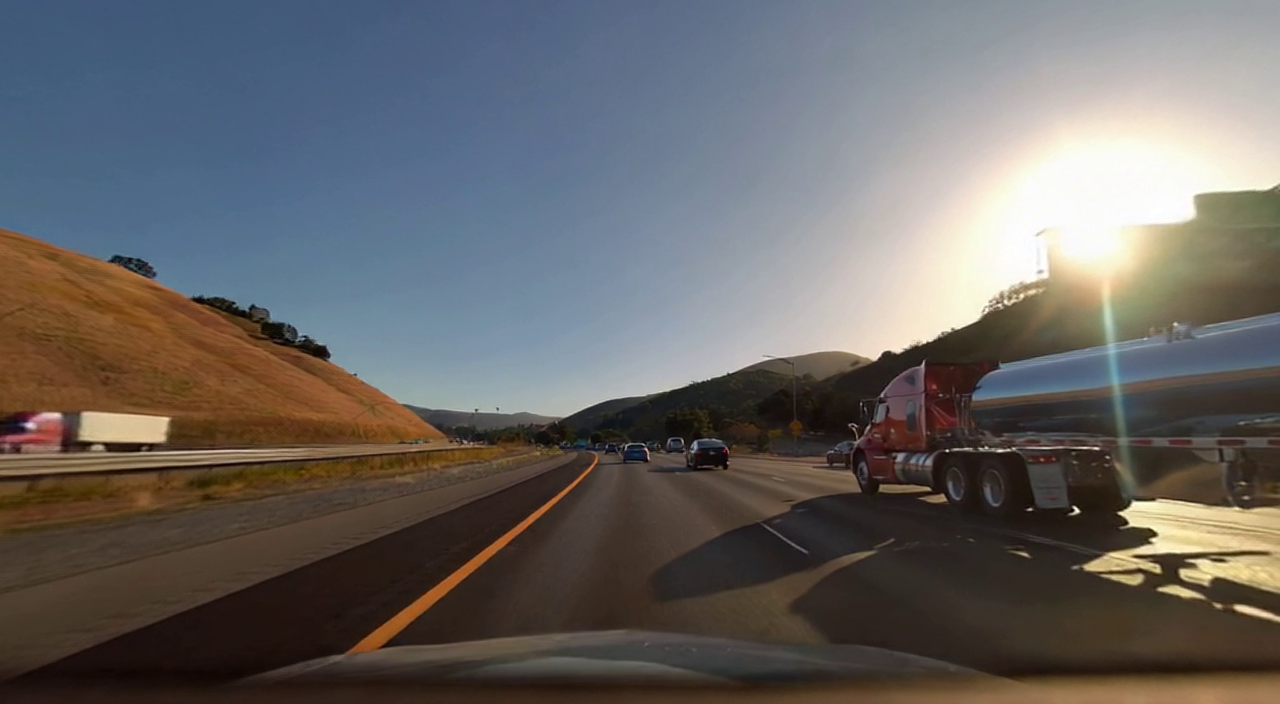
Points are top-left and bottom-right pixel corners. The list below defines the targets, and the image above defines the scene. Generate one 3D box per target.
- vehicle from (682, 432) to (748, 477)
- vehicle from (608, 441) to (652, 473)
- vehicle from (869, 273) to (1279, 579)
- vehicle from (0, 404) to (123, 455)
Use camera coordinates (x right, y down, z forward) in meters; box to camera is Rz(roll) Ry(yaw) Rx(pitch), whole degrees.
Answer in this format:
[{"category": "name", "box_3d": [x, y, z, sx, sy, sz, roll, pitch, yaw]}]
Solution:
[{"category": "vehicle", "box_3d": [3.171, 4.480, 27.729, 2.098, 1.794, 4.561, 0, -9, -4]}, {"category": "vehicle", "box_3d": [-0.568, 5.371, 32.460, 2.083, 1.477, 3.965, 0, -9, -3]}, {"category": "vehicle", "box_3d": [7.329, 1.393, 10.949, 2.880, 2.975, 9.608, 0, -9, -2]}, {"category": "vehicle", "box_3d": [-40.469, 5.472, 43.735, 2.845, 3.202, 8.020, 0, -9, -3]}]
